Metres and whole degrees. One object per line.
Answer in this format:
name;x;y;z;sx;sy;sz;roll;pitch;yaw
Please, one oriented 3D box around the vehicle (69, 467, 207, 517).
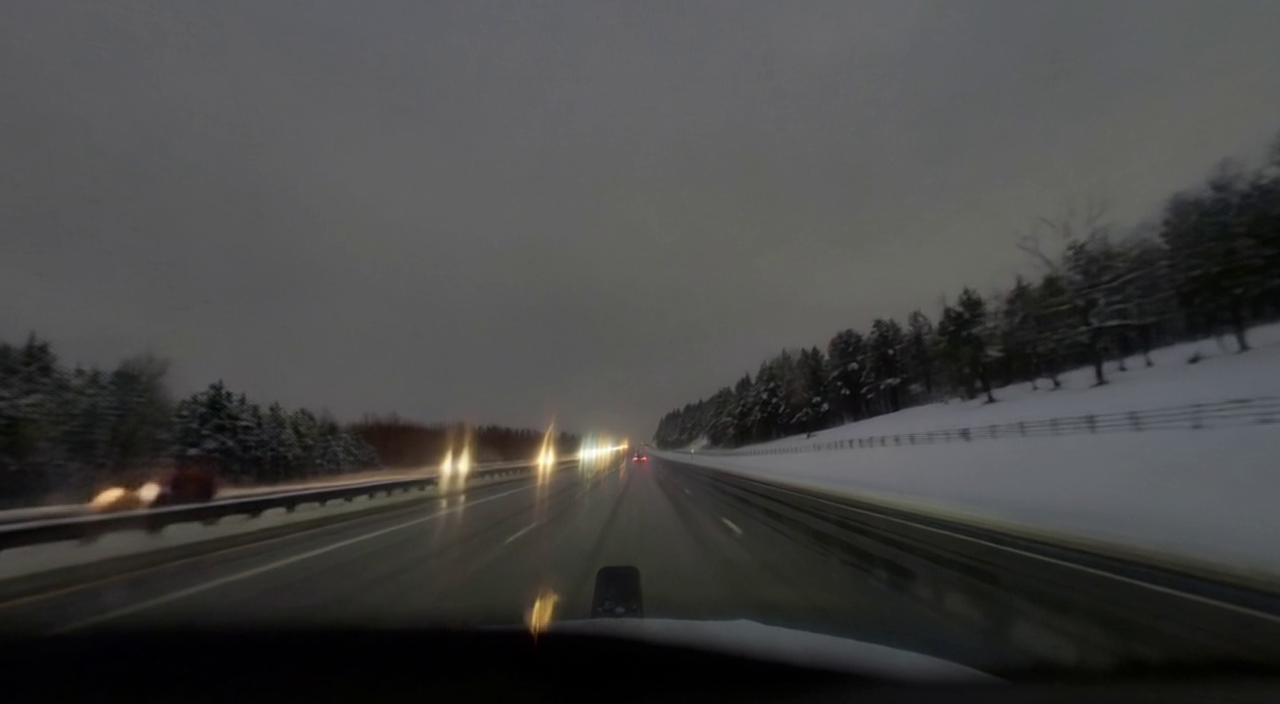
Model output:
vehicle;-16.930;4.690;21.444;1.668;1.418;3.693;0;-9;-1
